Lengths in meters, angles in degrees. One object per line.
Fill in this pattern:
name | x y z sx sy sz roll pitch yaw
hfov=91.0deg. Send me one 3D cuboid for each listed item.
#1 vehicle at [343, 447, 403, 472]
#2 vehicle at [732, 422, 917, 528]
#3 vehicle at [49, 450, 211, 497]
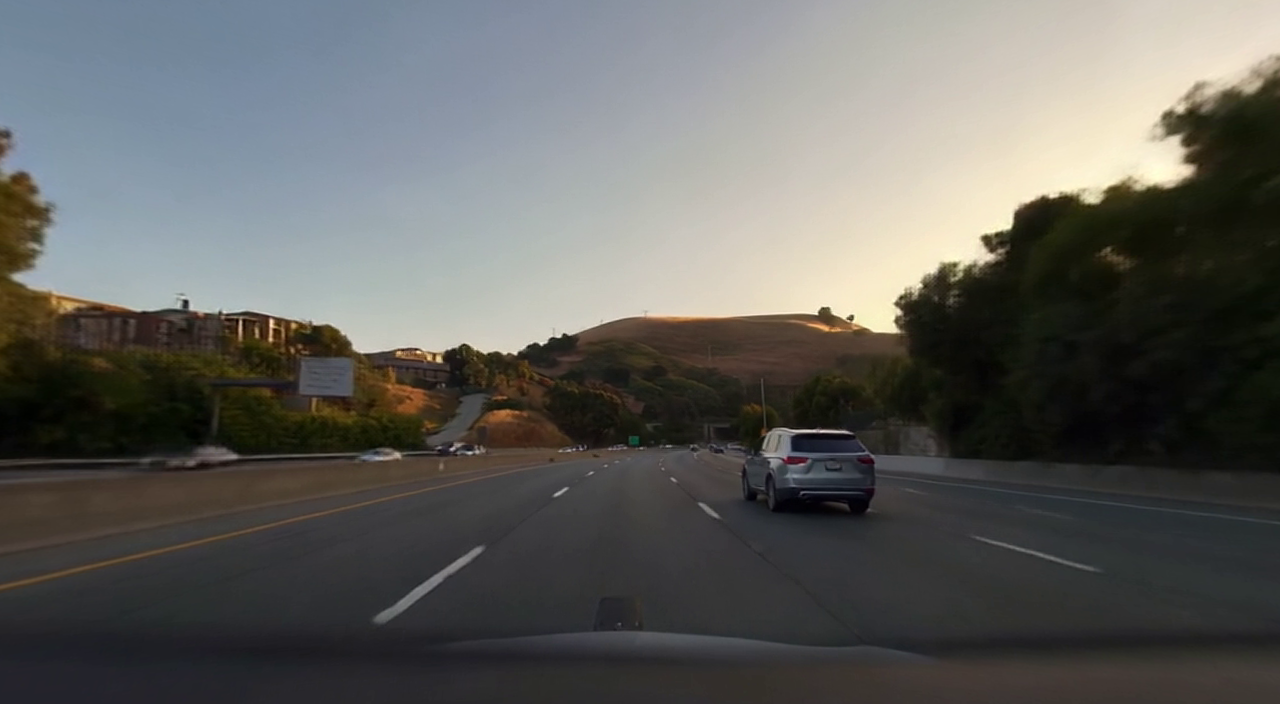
vehicle | -18.476 7.419 43.749 2.050 1.657 4.649 0 -9 1
vehicle | 3.450 2.426 12.970 2.318 1.766 4.587 0 -9 -1
vehicle | -18.295 4.343 22.950 1.889 1.508 4.696 0 -9 1
